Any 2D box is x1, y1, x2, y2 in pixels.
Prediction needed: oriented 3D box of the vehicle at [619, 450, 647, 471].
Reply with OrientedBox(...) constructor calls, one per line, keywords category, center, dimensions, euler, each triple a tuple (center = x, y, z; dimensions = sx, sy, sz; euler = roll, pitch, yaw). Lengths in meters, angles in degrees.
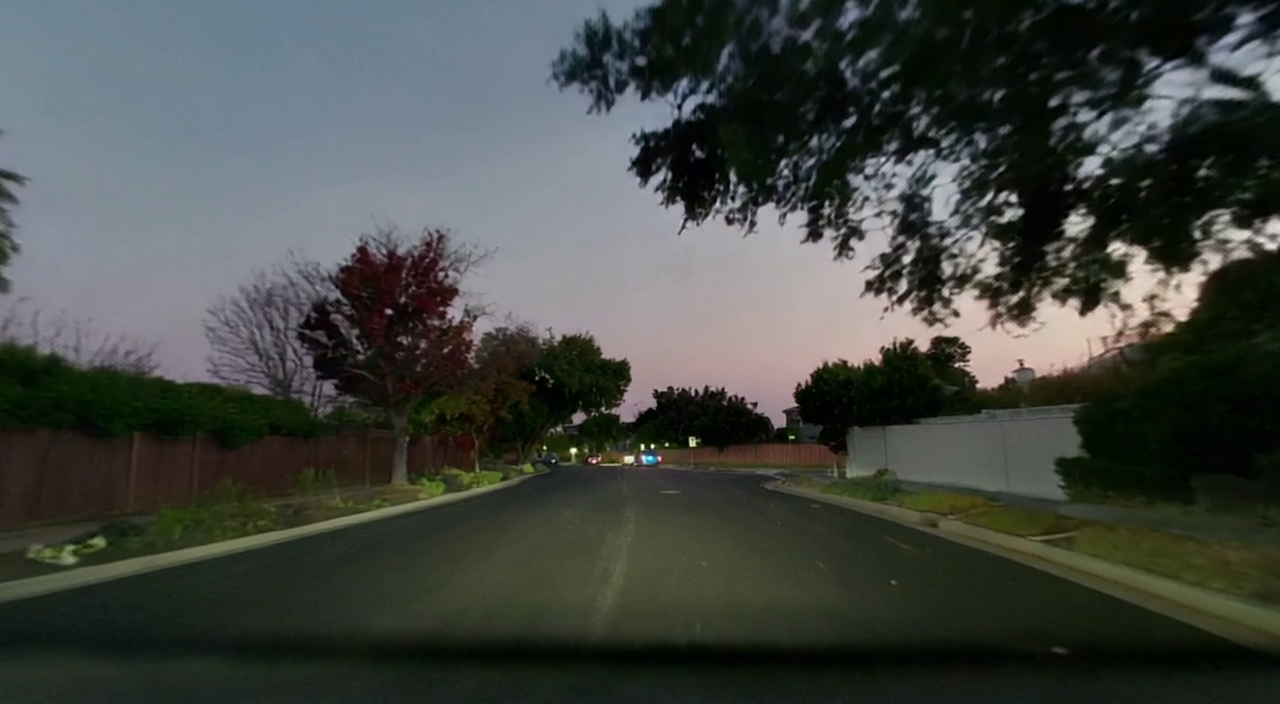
OrientedBox(category="vehicle", center=(-0.596, 8.391, 48.930), dimensions=(2.064, 1.477, 3.968), euler=(0, -9, -2))
